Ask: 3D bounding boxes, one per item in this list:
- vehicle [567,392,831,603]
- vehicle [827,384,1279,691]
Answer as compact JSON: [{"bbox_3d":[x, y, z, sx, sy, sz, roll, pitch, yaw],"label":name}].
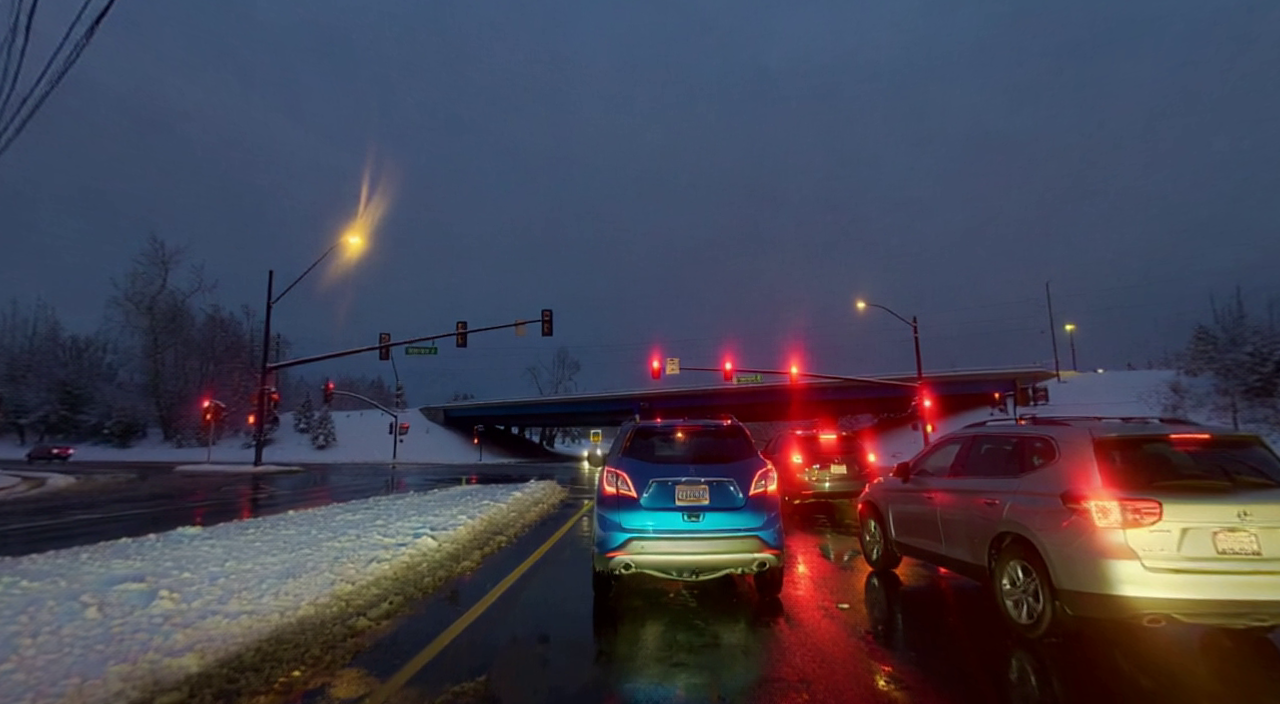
[{"bbox_3d":[0.451,1.552,7.612,2.240,1.778,4.335,0,-8,-1],"label":"vehicle"},{"bbox_3d":[3.406,1.339,5.790,1.990,1.649,4.625,0,-8,1],"label":"vehicle"}]
